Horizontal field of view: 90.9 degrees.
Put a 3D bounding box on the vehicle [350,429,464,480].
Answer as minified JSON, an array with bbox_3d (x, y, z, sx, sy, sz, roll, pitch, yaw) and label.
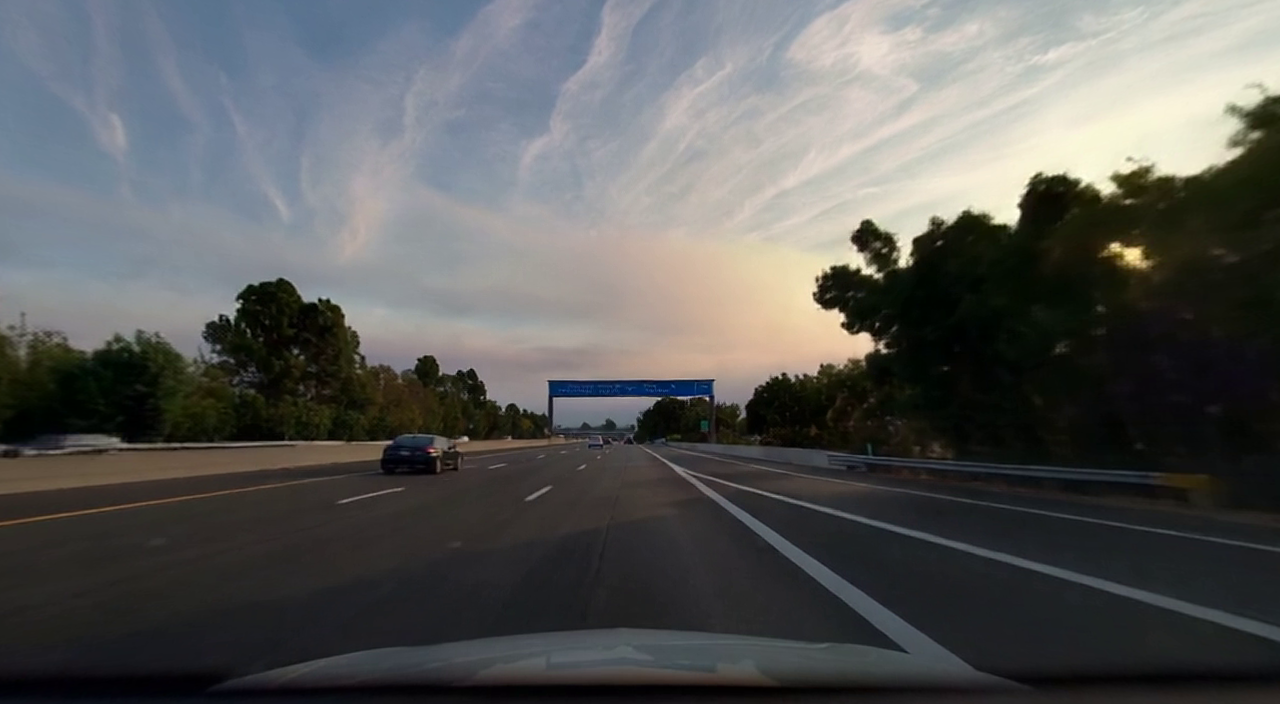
[{"bbox_3d":[-8.094,3.594,22.547,2.092,1.574,5.251,0,-8,0],"label":"vehicle"}]
